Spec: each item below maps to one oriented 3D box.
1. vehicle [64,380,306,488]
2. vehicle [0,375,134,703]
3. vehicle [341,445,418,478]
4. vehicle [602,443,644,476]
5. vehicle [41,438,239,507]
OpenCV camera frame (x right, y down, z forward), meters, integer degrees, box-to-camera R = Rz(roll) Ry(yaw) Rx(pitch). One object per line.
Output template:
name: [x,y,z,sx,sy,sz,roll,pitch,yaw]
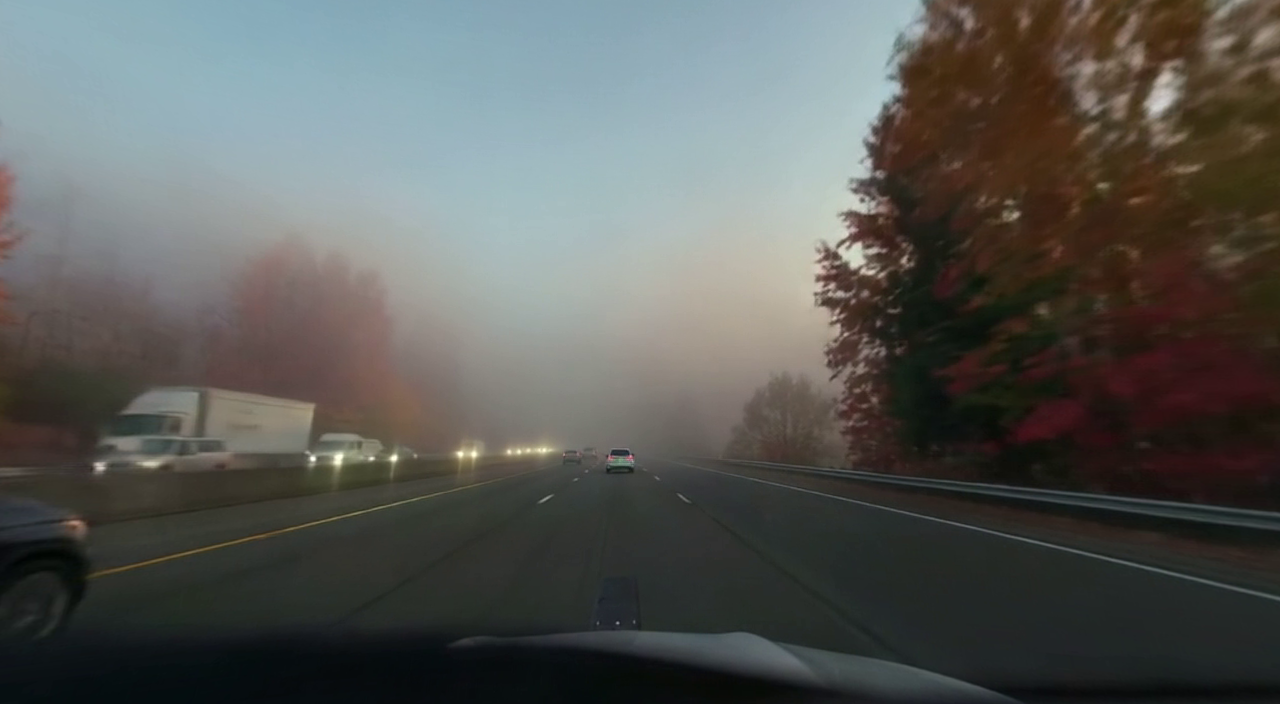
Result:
vehicle: [-18.357,3.589,26.663,2.988,3.698,10.089,0,-9,-2]
vehicle: [-4.278,0.730,1.639,1.974,1.688,4.727,0,-9,-1]
vehicle: [-13.095,5.509,31.882,1.946,1.512,4.747,0,-9,-1]
vehicle: [-0.930,5.855,34.198,2.115,1.661,4.049,0,-9,-2]
vehicle: [-12.597,3.042,16.202,1.881,1.507,3.991,0,-9,-1]
